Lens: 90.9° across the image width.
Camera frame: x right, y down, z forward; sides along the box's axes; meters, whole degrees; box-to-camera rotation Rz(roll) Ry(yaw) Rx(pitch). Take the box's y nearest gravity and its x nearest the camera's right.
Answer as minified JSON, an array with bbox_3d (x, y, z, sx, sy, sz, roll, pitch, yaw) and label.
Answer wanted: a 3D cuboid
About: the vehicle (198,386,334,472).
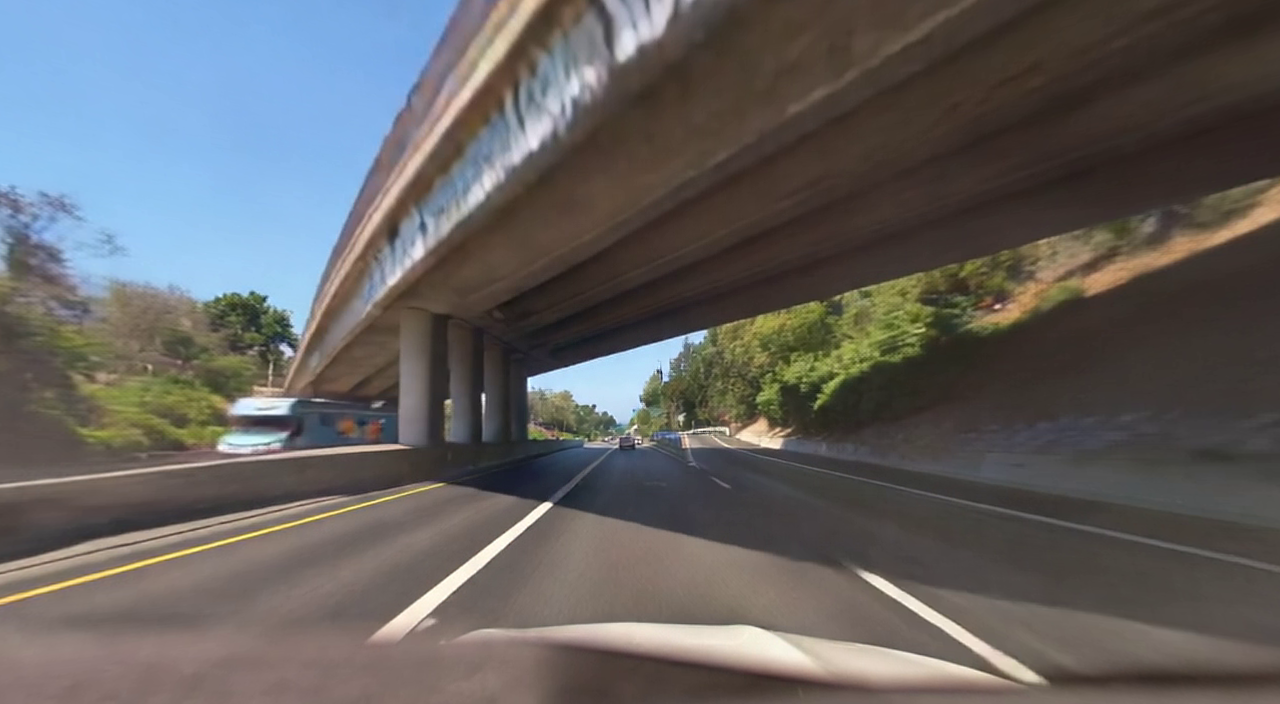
[{"bbox_3d":[-18.654,3.939,32.019,3.004,3.917,6.228,0,-8,-1],"label":"vehicle"}]
